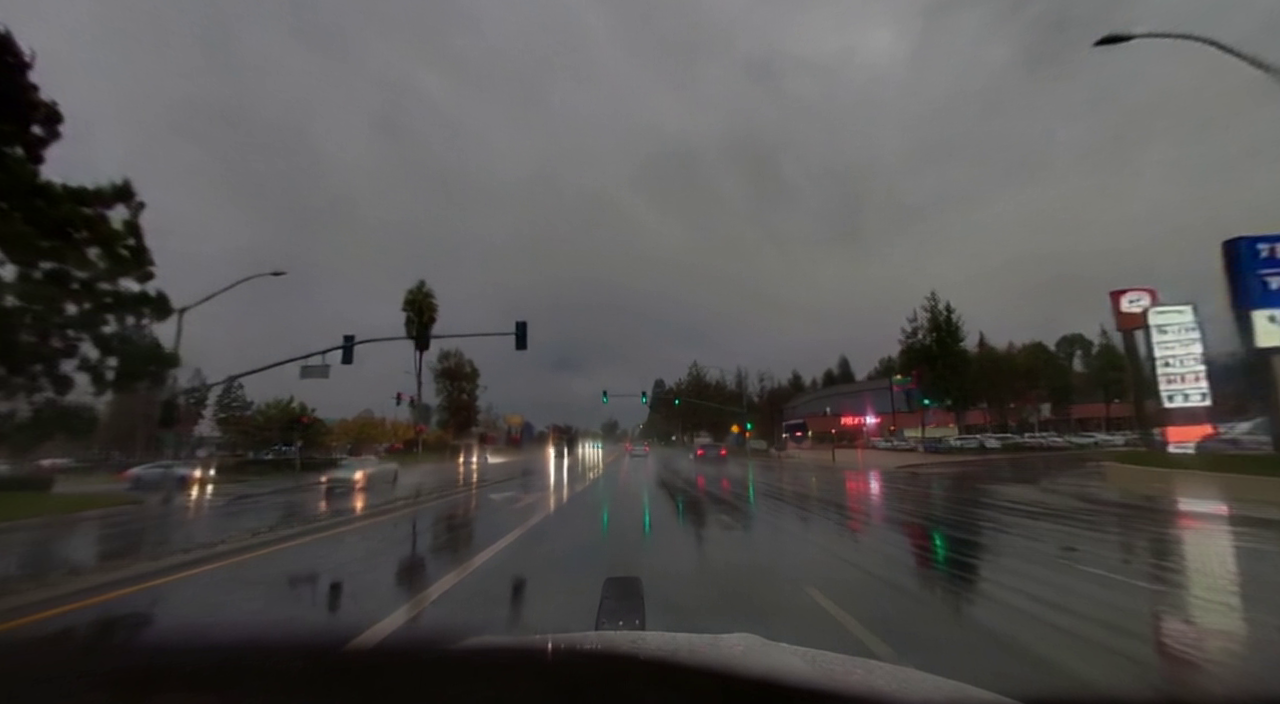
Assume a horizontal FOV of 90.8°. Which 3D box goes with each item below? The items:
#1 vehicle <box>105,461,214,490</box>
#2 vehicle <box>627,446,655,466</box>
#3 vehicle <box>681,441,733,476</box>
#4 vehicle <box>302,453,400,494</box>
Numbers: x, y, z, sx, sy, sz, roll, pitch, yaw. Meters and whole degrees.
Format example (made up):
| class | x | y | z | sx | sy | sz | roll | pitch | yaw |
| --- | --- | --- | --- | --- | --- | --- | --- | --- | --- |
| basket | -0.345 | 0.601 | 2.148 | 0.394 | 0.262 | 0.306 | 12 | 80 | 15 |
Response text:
| class | x | y | z | sx | sy | sz | roll | pitch | yaw |
| --- | --- | --- | --- | --- | --- | --- | --- | --- | --- |
| vehicle | -30.657 | 7.881 | 40.450 | 5.007 | 1.652 | 2.378 | 0 | -9 | -1 |
| vehicle | 0.029 | 8.192 | 49.855 | 2.135 | 1.468 | 4.076 | 0 | -9 | -1 |
| vehicle | 3.286 | 5.316 | 31.817 | 2.022 | 1.643 | 4.326 | 0 | -9 | -2 |
| vehicle | -11.722 | 4.941 | 26.027 | 1.891 | 1.481 | 4.533 | 0 | -9 | 0 |
